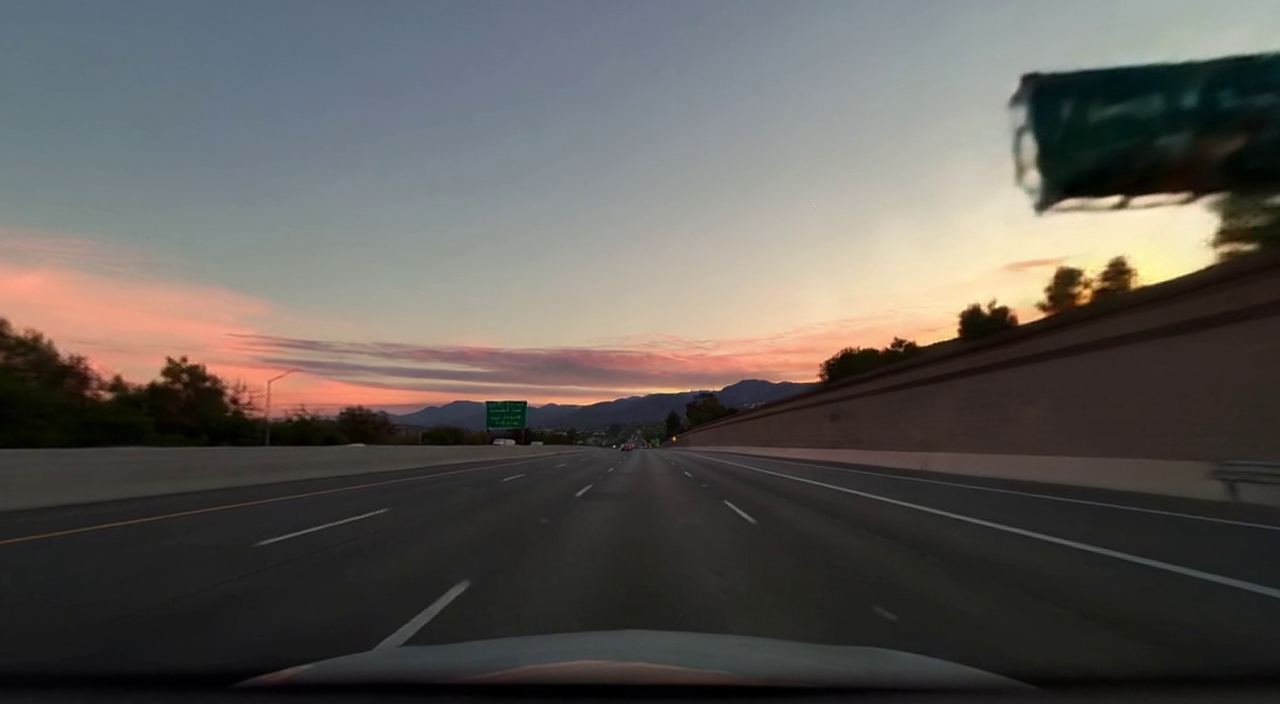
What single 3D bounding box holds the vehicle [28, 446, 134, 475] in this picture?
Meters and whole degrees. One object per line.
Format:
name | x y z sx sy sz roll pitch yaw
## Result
vehicle | -31.601 6.109 35.873 1.810 1.505 4.512 0 -8 1
